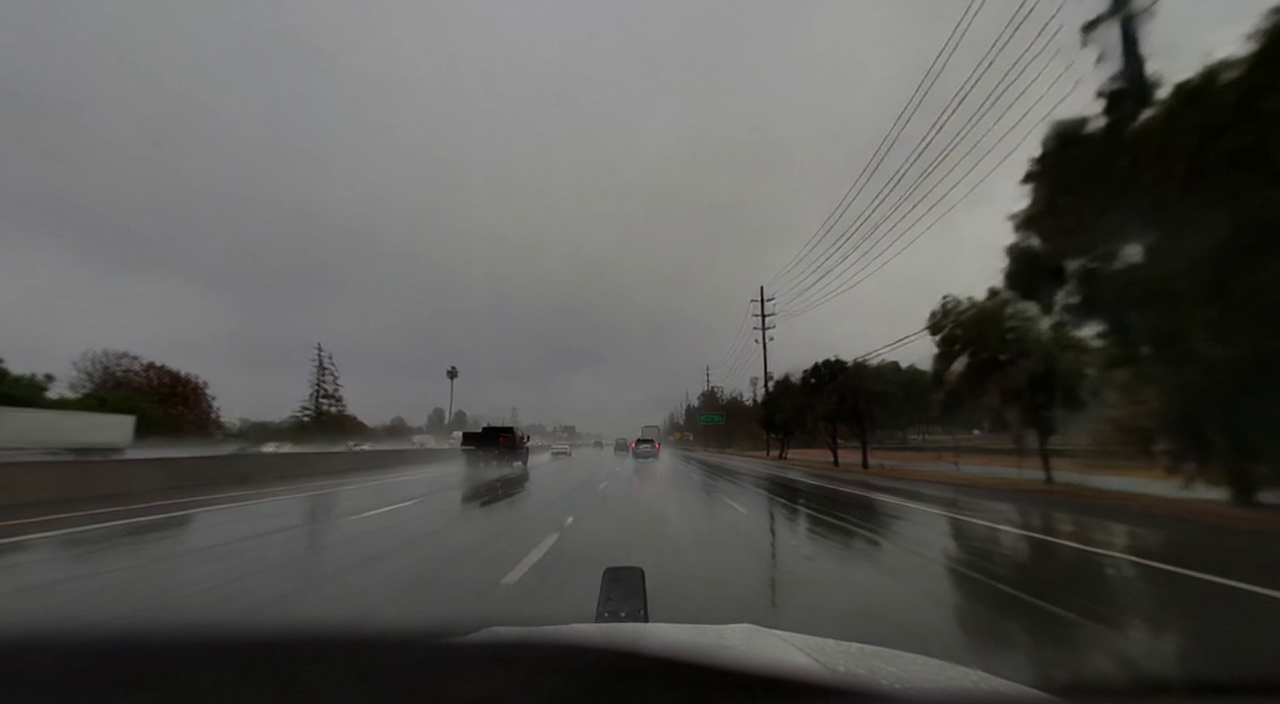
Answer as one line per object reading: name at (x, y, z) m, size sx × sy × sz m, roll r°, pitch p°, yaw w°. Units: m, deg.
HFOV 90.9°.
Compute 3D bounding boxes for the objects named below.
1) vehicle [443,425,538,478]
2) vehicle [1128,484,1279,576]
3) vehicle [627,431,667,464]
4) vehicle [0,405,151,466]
vehicle at (-6.245, 4.259, 27.345) m, size 2.460 × 1.992 × 6.474 m, roll 0°, pitch -8°, yaw 1°
vehicle at (26.620, 7.950, 29.034) m, size 2.975 × 3.291 × 6.400 m, roll 0°, pitch -8°, yaw -1°
vehicle at (0.442, 6.195, 41.076) m, size 2.448 × 2.025 × 5.193 m, roll 0°, pitch -8°, yaw 1°
vehicle at (-40.274, 5.911, 44.271) m, size 2.866 × 3.719 × 10.874 m, roll 0°, pitch -8°, yaw 2°
